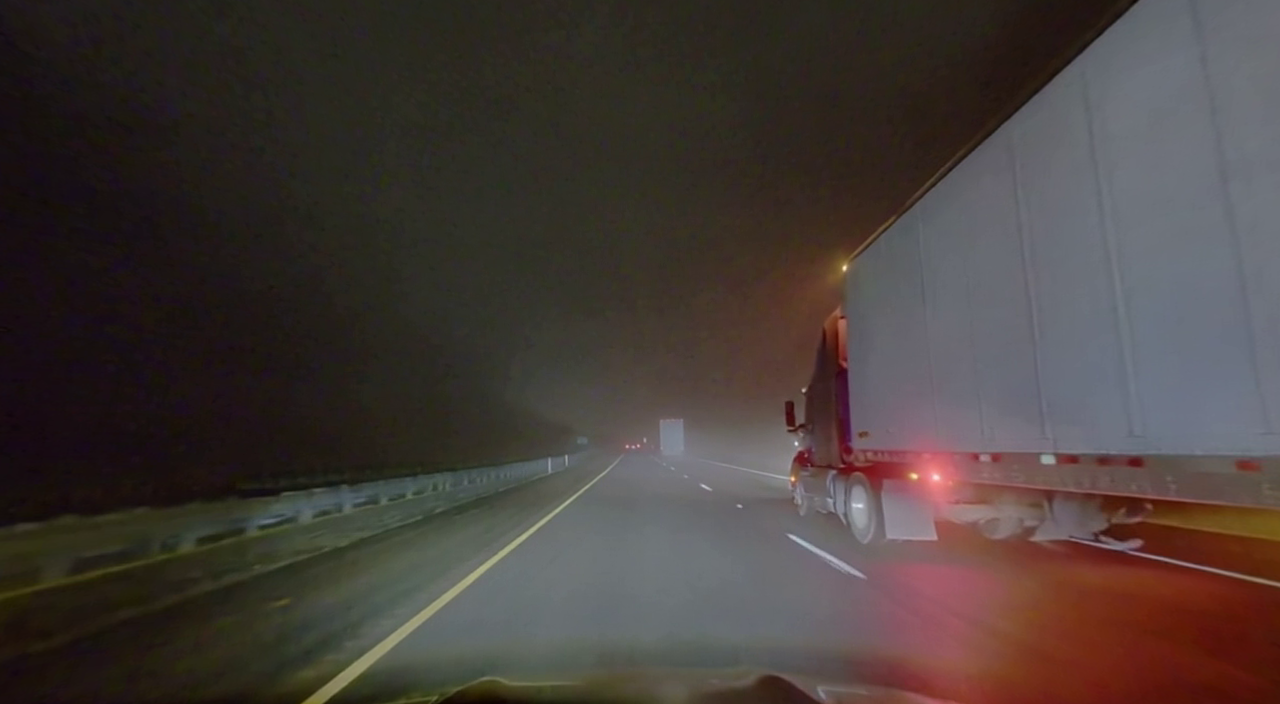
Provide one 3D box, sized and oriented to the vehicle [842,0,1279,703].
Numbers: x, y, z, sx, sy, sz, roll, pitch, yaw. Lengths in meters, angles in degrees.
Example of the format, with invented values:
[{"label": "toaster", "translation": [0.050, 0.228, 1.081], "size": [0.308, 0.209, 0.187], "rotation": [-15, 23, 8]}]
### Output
[{"label": "vehicle", "translation": [4.396, -0.079, 3.350], "size": [3.107, 3.718, 10.231], "rotation": [0, -9, -1]}]
